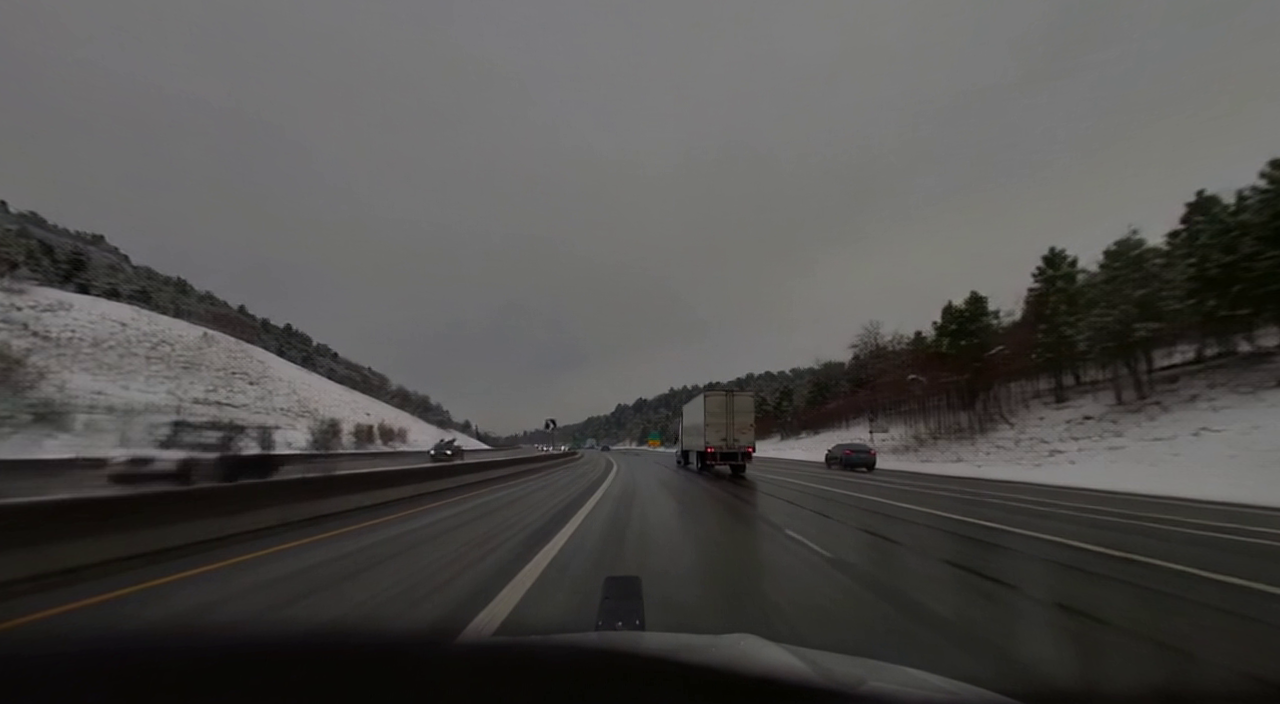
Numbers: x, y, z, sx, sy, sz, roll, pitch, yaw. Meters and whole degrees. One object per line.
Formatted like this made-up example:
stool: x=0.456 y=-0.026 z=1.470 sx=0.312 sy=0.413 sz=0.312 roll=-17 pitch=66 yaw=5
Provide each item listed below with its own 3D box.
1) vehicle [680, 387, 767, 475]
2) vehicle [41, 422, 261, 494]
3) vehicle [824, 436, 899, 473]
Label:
vehicle: x=4.118 y=4.378 z=33.912 sx=3.049 sy=3.968 sz=10.706 roll=0 pitch=-9 yaw=-1
vehicle: x=-16.225 y=3.569 z=21.628 sx=2.465 sy=2.075 sz=6.336 roll=0 pitch=-9 yaw=0
vehicle: x=11.371 y=5.295 z=32.713 sx=2.046 sy=1.741 sz=4.769 roll=1 pitch=-9 yaw=-1
